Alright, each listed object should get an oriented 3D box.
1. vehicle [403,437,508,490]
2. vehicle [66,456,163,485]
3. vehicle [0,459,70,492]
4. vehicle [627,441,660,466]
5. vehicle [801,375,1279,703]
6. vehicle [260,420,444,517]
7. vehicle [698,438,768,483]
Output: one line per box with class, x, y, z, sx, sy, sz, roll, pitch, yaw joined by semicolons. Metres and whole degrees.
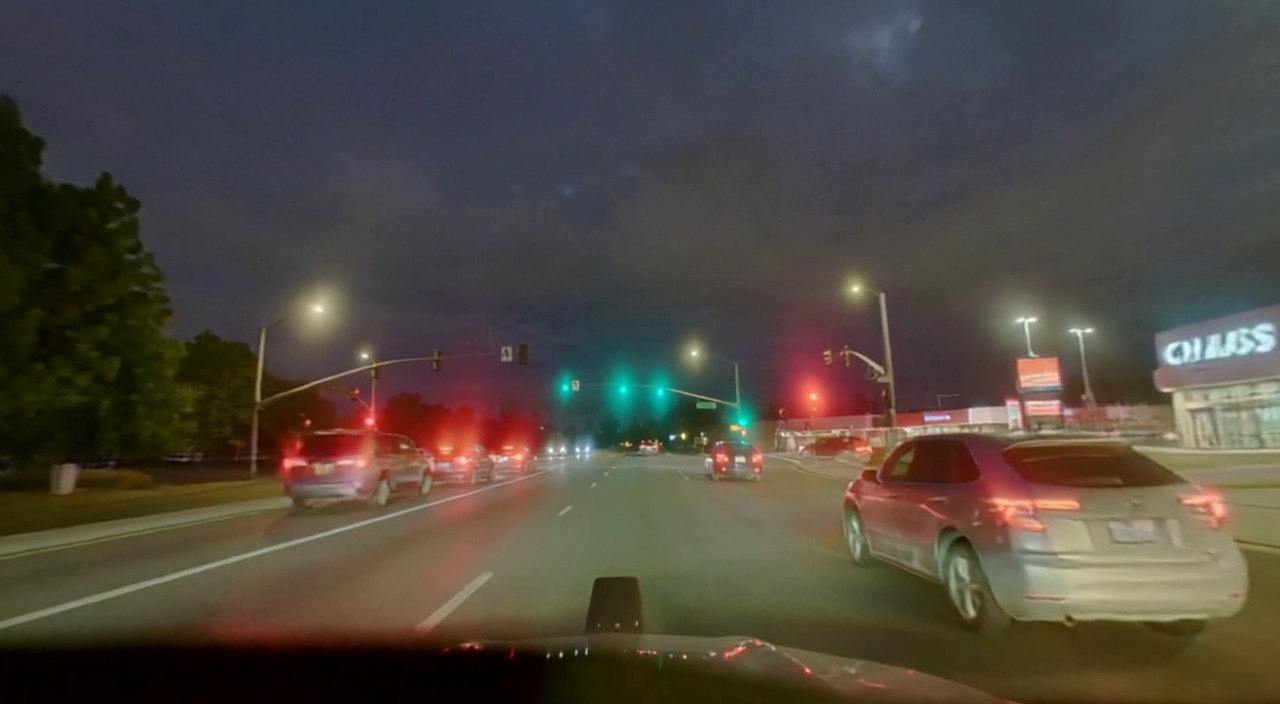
vehicle;-6.192;3.802;21.910;2.176;1.591;4.778;0;-8;0
vehicle;-30.848;6.919;37.217;3.950;1.536;1.932;4;-9;-27
vehicle;-31.092;6.034;30.877;4.311;1.476;2.004;4;-9;-26
vehicle;0.201;6.432;40.153;2.008;1.464;4.052;0;-8;0
vehicle;3.128;1.256;5.410;2.174;1.596;4.779;0;-8;-1
vehicle;-6.287;2.595;14.584;2.136;1.837;4.669;0;-8;-2
vehicle;3.283;3.940;23.174;1.842;1.480;4.155;0;-8;-1
